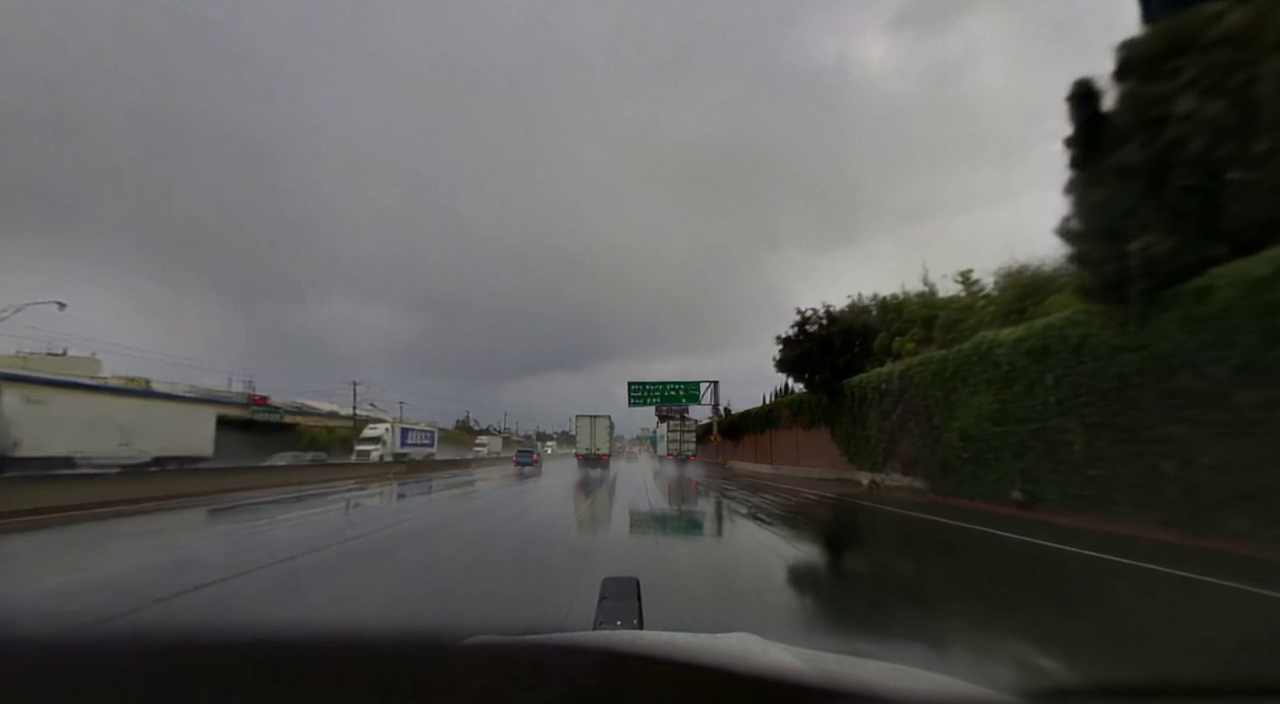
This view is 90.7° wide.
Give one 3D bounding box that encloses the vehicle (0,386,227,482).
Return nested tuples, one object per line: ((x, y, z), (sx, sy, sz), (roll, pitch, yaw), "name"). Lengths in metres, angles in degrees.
((-23.016, 3.760, 28.193), (2.915, 3.535, 9.511), (0, -9, -2), "vehicle")

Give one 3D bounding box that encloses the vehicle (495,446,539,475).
((-7.641, 6.771, 39.752), (2.132, 1.679, 4.045), (0, -9, -3), "vehicle")
